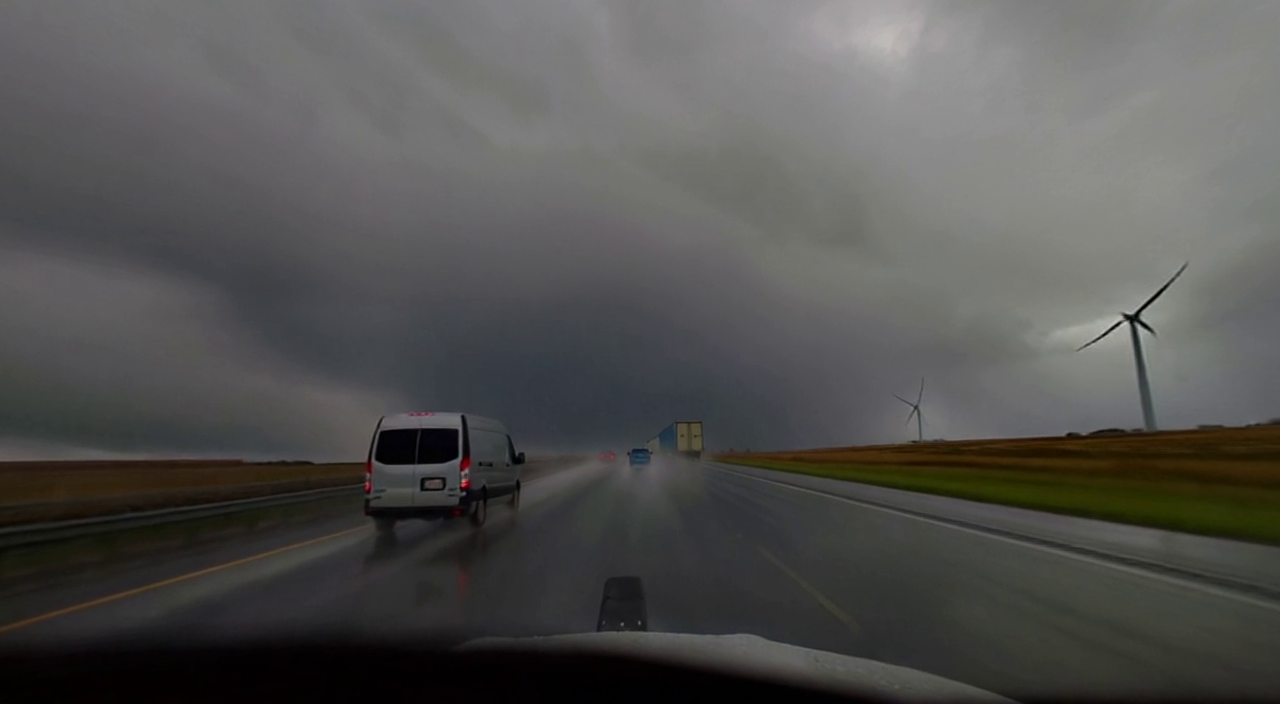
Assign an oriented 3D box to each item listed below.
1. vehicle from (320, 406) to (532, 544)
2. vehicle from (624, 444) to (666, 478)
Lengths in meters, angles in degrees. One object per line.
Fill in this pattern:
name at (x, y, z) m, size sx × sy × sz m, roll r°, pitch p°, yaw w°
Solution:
vehicle at (-3.535, 2.173, 11.634) m, size 2.238 × 1.984 × 4.650 m, roll 0°, pitch -9°, yaw 0°
vehicle at (0.276, 5.753, 33.422) m, size 2.083 × 1.689 × 4.083 m, roll 0°, pitch -9°, yaw 0°
